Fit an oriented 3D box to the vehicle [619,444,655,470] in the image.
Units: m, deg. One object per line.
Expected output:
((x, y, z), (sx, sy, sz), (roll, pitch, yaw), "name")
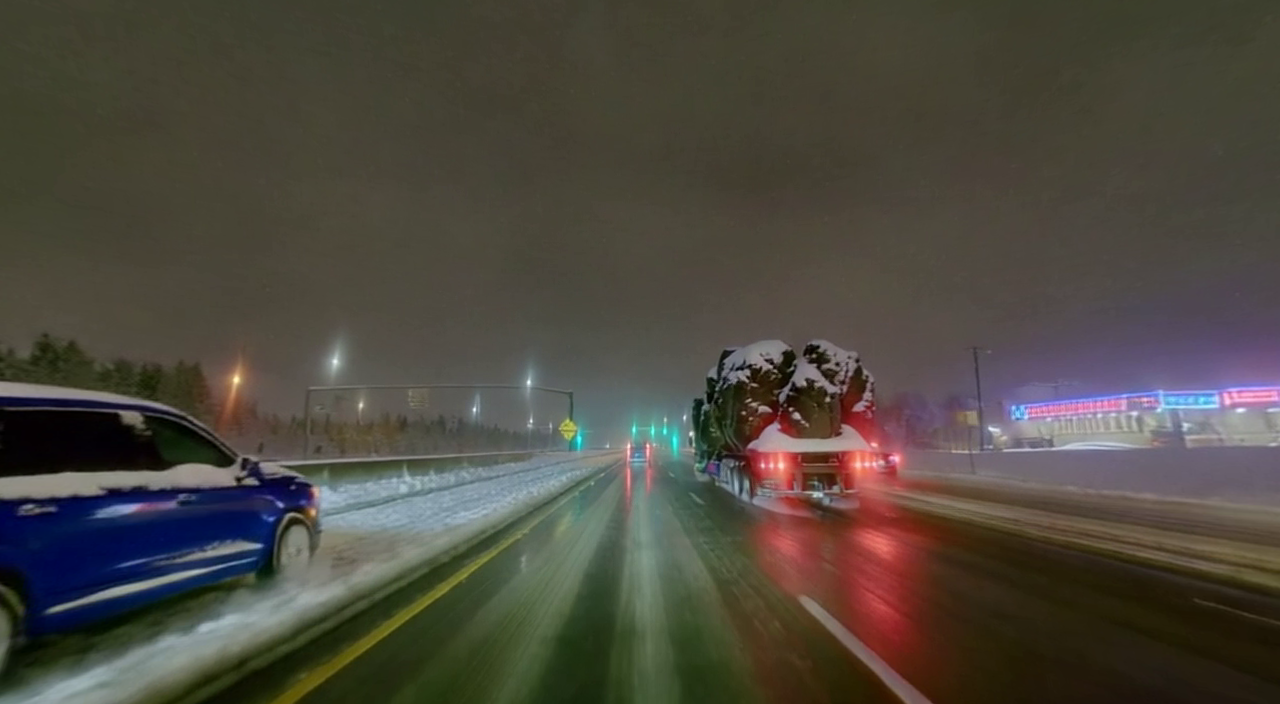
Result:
((-0.163, 5.951, 36.022), (1.929, 1.395, 3.999), (0, -8, 0), "vehicle")

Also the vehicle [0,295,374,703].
((-3.388, 0.820, 2.948), (2.229, 1.806, 4.698), (0, -8, 0), "vehicle")

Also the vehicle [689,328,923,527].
((3.177, 2.046, 16.099), (2.934, 3.325, 10.986), (0, -8, 0), "vehicle")
